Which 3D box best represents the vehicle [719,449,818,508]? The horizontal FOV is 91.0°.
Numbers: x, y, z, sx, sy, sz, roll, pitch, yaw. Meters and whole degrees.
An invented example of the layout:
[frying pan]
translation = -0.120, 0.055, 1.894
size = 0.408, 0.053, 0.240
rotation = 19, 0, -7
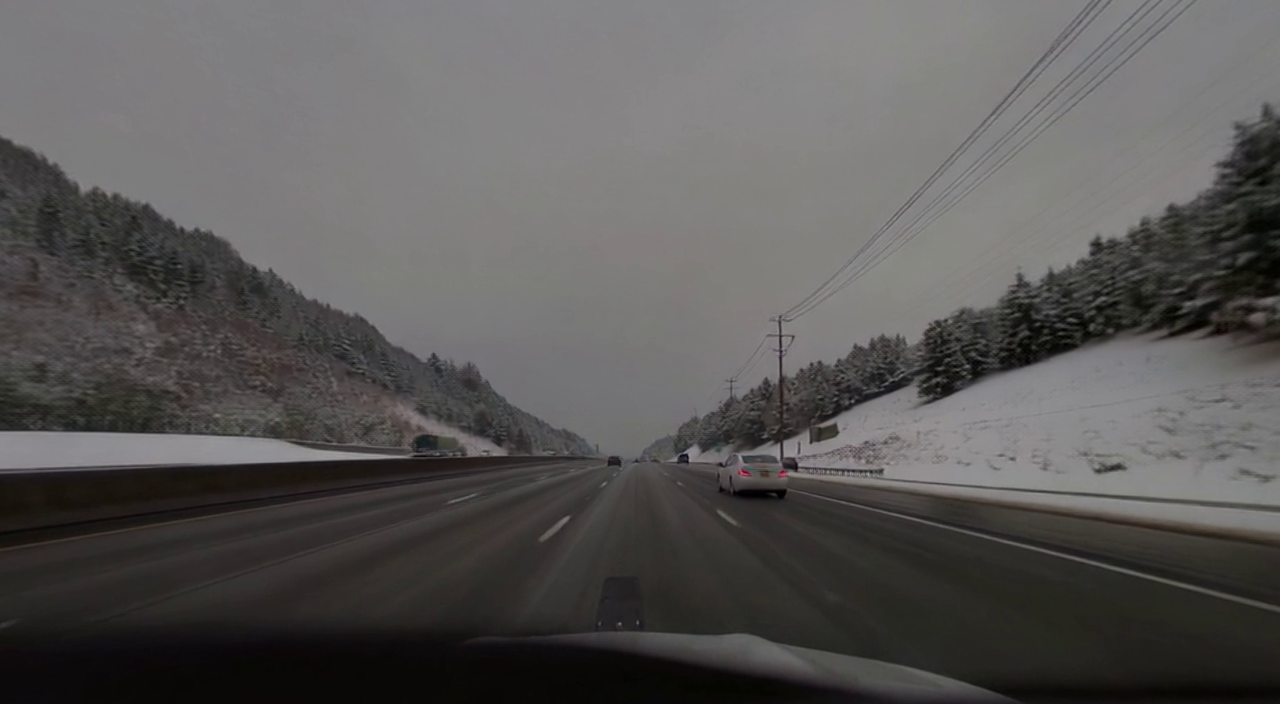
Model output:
[vehicle]
translation = 3.745, 3.750, 19.190
size = 2.086, 1.542, 4.355
rotation = 0, -9, 0
